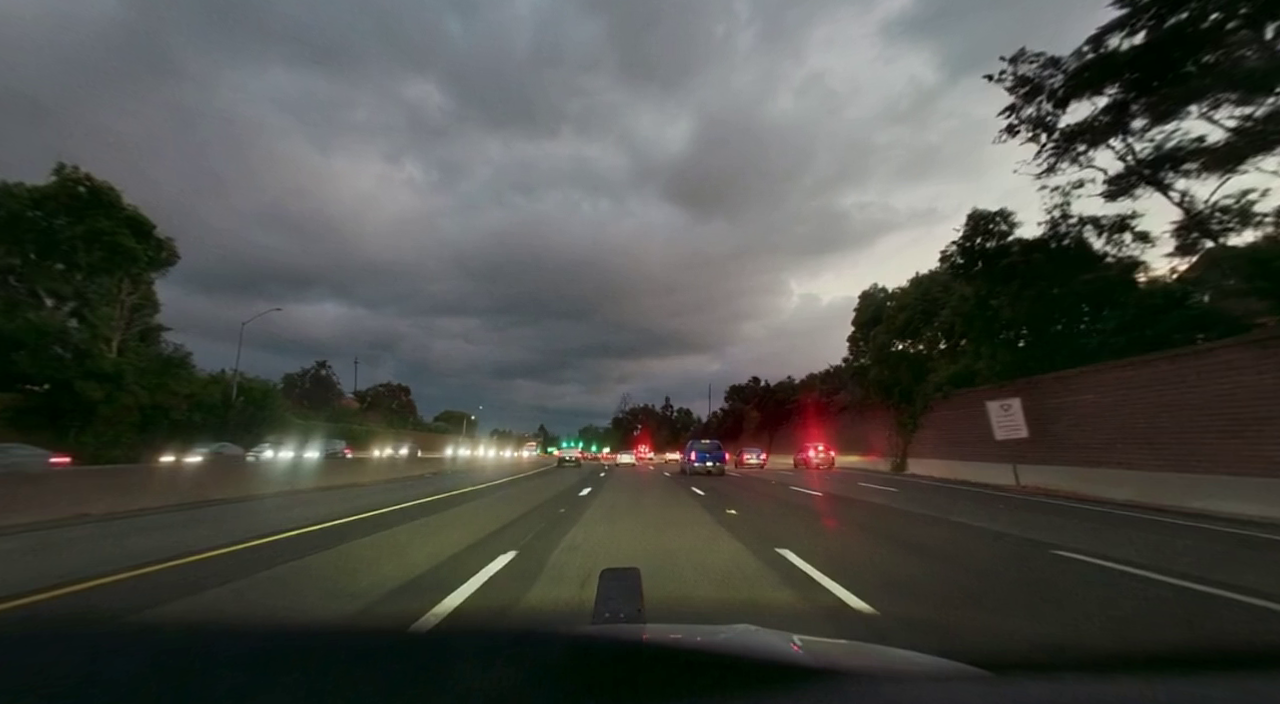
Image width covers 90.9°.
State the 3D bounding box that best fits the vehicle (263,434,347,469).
[{"bbox_3d":[-18.165,5.408,34.482,2.110,1.792,4.738,0,-8,-2],"label":"vehicle"}]

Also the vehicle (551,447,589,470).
[{"bbox_3d":[-4.926,7.539,45.090,2.411,1.509,4.641,0,-8,-3],"label":"vehicle"}]

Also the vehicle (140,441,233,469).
[{"bbox_3d":[-26.135,5.947,36.579,1.966,1.484,4.897,0,-8,-3],"label":"vehicle"}]

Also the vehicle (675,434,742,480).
[{"bbox_3d":[3.143,4.987,30.299,2.374,1.952,5.431,0,-8,-3],"label":"vehicle"}]

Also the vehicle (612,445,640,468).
[{"bbox_3d":[-1.098,7.863,47.690,2.050,1.607,3.821,0,-8,-3],"label":"vehicle"}]

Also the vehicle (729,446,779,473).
[{"bbox_3d":[6.944,6.569,38.790,1.976,1.485,4.925,0,-8,-2],"label":"vehicle"}]
